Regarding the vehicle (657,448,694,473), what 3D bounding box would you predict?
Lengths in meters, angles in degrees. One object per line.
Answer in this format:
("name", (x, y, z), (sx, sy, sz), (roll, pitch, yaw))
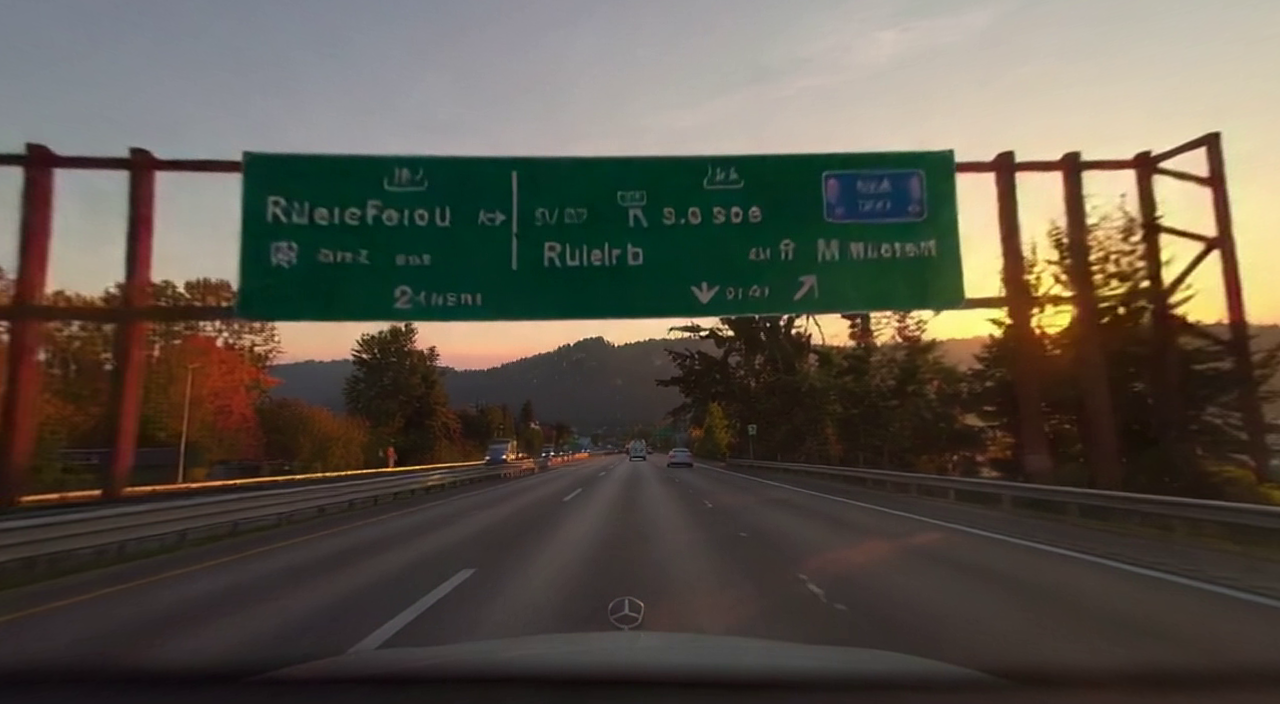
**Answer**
("vehicle", (2.169, 6.724, 39.235), (2.036, 1.457, 3.471), (0, -9, -1))
